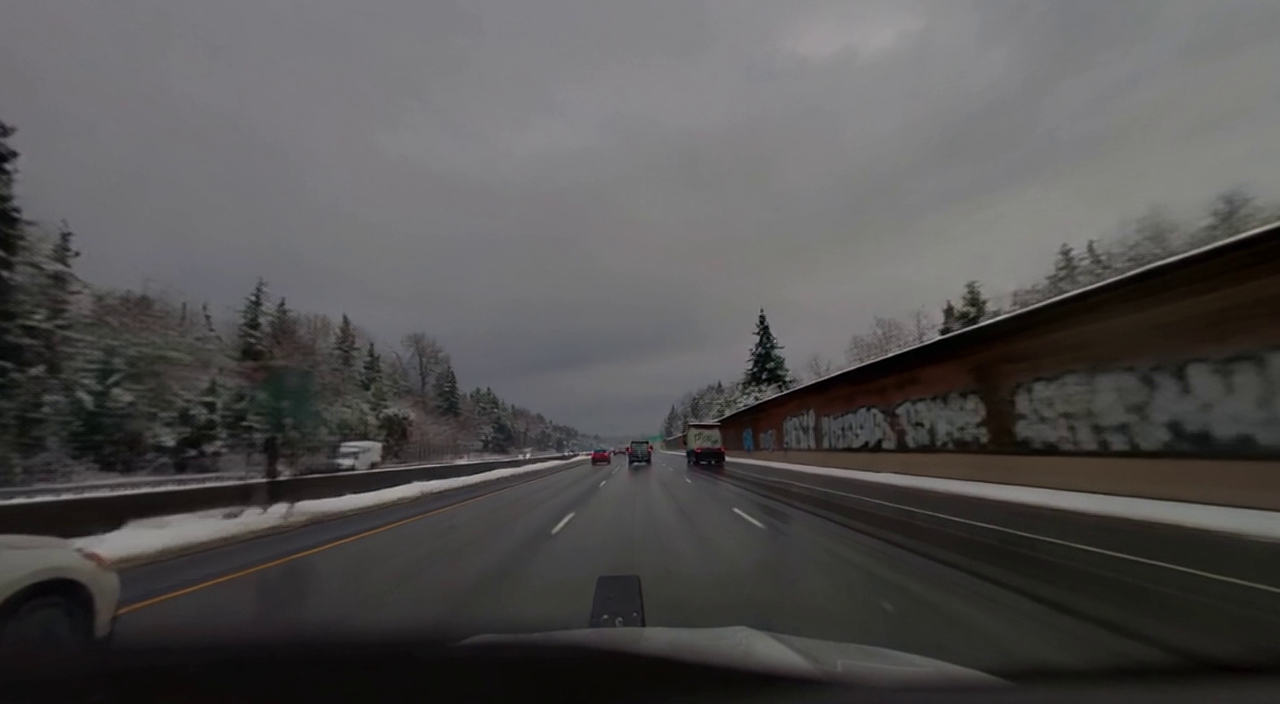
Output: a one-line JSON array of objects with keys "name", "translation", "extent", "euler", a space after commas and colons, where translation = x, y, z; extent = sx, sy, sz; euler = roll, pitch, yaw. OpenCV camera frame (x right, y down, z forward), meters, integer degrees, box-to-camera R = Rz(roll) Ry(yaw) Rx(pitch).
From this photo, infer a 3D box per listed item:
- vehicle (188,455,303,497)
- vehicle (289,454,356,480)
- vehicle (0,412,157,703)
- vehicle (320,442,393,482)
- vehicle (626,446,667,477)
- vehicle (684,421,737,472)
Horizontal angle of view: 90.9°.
[{"name": "vehicle", "translation": [-16.282, 5.119, 26.353], "extent": [1.881, 1.530, 4.428], "euler": [-1, -9, 1]}, {"name": "vehicle", "translation": [-20.283, 7.361, 40.524], "extent": [1.985, 1.499, 4.382], "euler": [0, -9, 0]}, {"name": "vehicle", "translation": [-3.818, 0.778, 1.378], "extent": [2.023, 1.444, 4.379], "euler": [0, -9, 0]}, {"name": "vehicle", "translation": [-20.346, 7.893, 45.559], "extent": [2.541, 2.627, 5.696], "euler": [-1, -9, 1]}, {"name": "vehicle", "translation": [0.305, 5.759, 33.388], "extent": [2.009, 1.506, 4.091], "euler": [0, -9, -1]}, {"name": "vehicle", "translation": [4.384, 6.072, 40.359], "extent": [2.549, 2.931, 6.310], "euler": [0, -9, -1]}]
